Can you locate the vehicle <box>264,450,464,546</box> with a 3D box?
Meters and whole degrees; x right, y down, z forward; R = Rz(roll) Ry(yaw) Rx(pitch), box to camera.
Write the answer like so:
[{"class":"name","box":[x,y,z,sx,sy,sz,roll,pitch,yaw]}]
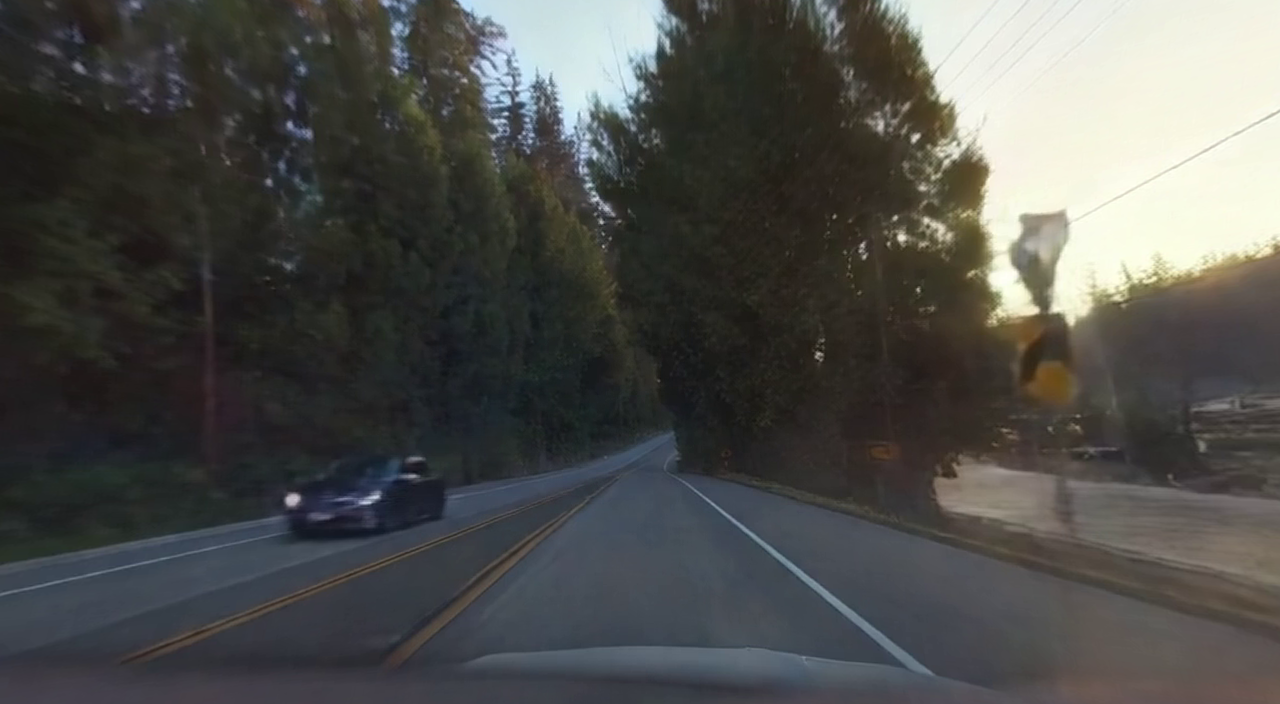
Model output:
[{"class":"vehicle","box":[-5.279,2.815,12.852,2.000,1.546,4.342,-1,-8,2]}]
